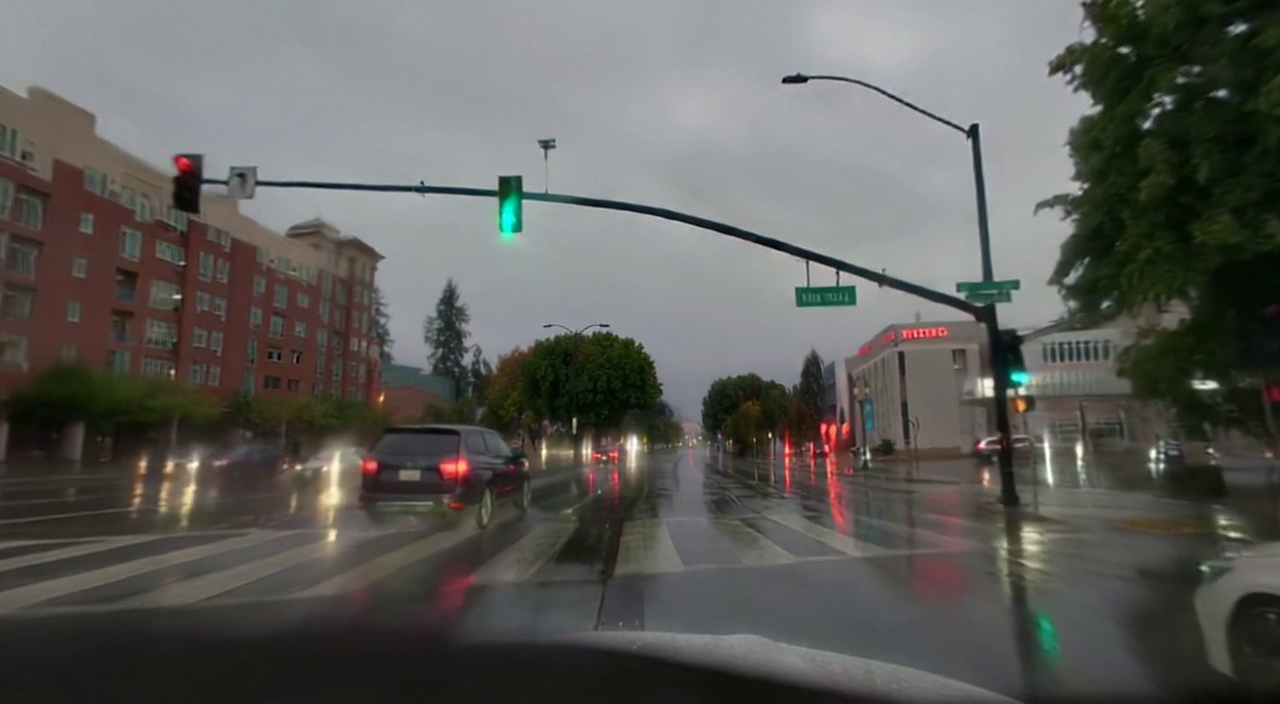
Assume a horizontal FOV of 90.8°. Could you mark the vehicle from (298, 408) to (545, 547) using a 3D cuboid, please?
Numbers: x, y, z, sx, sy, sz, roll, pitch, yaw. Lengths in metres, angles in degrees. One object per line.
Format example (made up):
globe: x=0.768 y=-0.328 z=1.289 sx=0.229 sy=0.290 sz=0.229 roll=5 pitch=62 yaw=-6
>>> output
vehicle: x=-3.318 y=2.052 z=10.996 sx=2.305 sy=1.833 sz=4.912 roll=-1 pitch=-9 yaw=3

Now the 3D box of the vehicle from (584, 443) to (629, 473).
vehicle: x=-1.848 y=6.015 z=36.162 sx=1.976 sy=1.571 sz=4.649 roll=-1 pitch=-9 yaw=4

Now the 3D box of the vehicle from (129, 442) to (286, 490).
vehicle: x=-14.884 y=3.931 z=22.151 sx=2.079 sy=1.464 sz=4.574 roll=-1 pitch=-9 yaw=3

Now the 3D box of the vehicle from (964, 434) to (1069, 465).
vehicle: x=25.636 y=6.697 z=43.348 sx=2.429 sy=1.938 sz=6.118 roll=2 pitch=-9 yaw=-14
